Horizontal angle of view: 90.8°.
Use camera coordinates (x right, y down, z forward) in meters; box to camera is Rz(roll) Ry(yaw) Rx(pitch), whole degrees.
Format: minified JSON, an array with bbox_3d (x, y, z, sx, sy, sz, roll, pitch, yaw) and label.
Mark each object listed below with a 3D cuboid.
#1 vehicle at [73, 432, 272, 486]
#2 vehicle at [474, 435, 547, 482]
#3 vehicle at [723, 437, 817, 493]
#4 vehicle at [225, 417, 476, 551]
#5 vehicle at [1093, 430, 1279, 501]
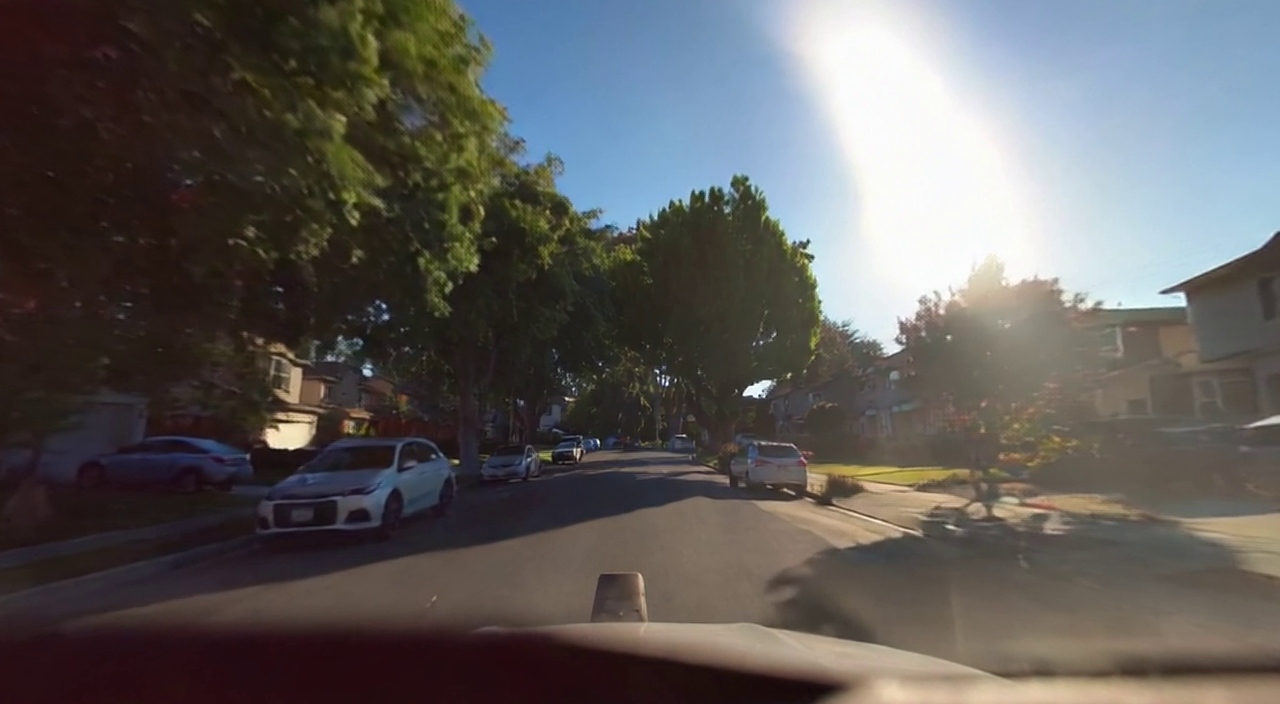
[{"bbox_3d":[-13.539,3.096,18.529,4.220,1.462,1.913,0,-8,-4],"label":"vehicle"},{"bbox_3d":[-4.970,4.120,24.884,1.887,1.660,4.312,0,-8,1],"label":"vehicle"},{"bbox_3d":[3.756,3.308,18.943,1.945,1.495,3.983,0,-8,0],"label":"vehicle"},{"bbox_3d":[-4.640,2.093,11.220,2.140,1.815,4.926,0,-6,0],"label":"vehicle"},{"bbox_3d":[12.010,2.224,12.592,4.655,1.282,1.716,0,-8,-2],"label":"vehicle"}]
